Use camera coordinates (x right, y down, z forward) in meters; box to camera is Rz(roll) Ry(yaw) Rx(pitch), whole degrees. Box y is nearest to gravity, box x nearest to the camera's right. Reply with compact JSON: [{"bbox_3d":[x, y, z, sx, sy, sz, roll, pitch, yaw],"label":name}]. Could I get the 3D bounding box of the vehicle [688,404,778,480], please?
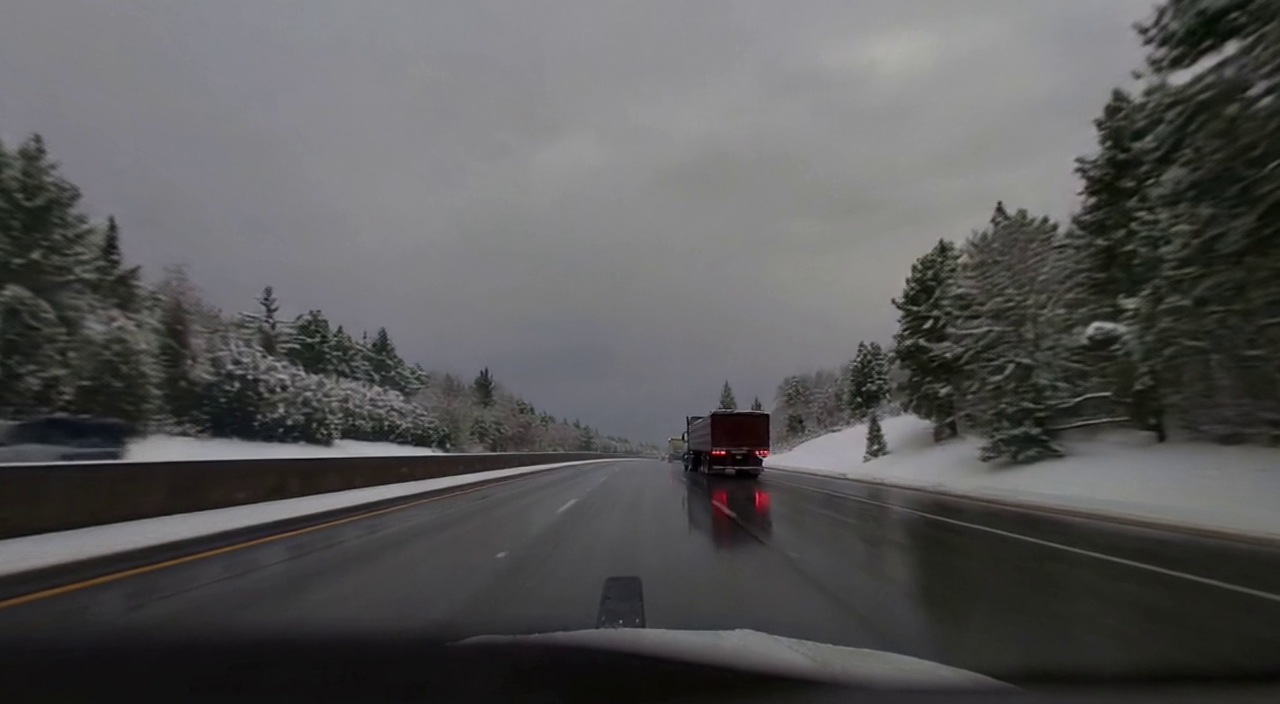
[{"bbox_3d":[4.698,5.145,35.401,2.868,3.427,14.032,0,-9,0],"label":"vehicle"}]
